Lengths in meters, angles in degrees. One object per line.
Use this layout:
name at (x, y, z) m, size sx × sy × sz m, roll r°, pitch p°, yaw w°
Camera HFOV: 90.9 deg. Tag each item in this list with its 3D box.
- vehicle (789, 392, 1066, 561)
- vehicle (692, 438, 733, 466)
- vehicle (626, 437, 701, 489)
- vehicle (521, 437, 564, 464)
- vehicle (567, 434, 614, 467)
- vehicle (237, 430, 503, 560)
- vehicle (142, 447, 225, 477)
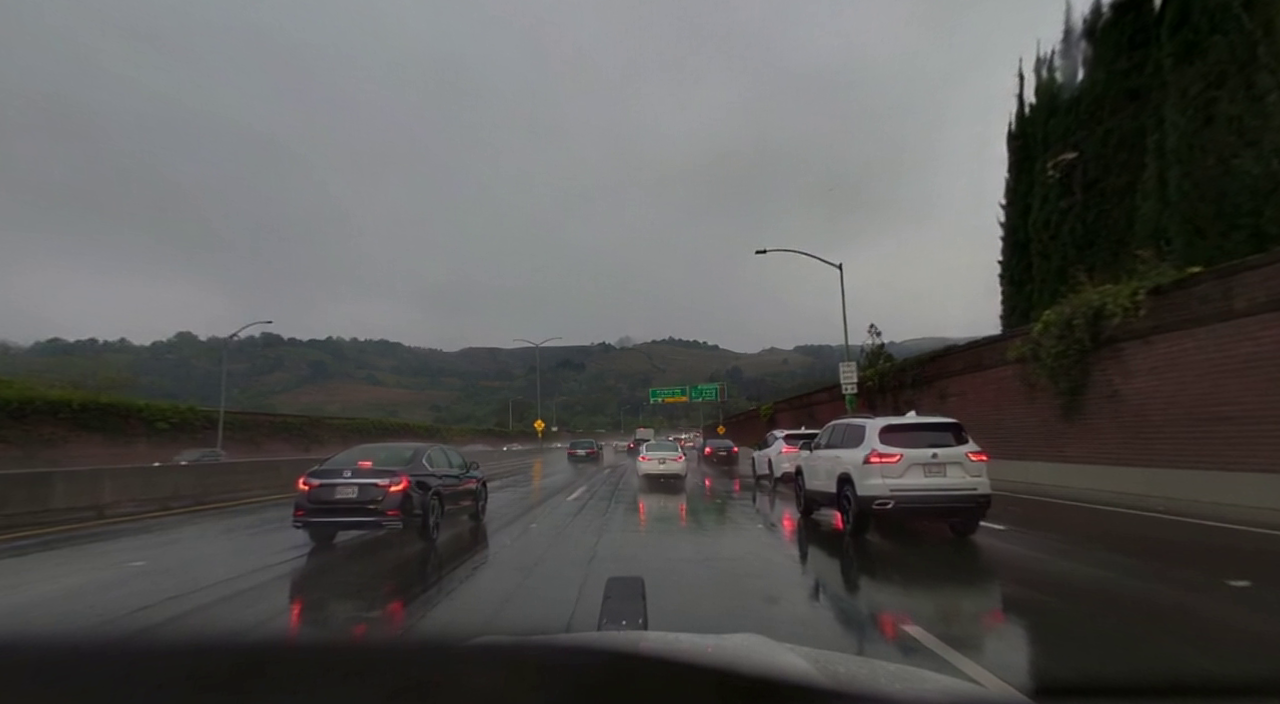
vehicle at (3.656, 1.662, 9.105) m, size 1.930 × 1.831 × 4.344 m, roll 0°, pitch -8°, yaw 0°
vehicle at (4.112, 5.715, 36.356) m, size 1.855 × 1.513 × 3.915 m, roll 0°, pitch -8°, yaw 0°
vehicle at (0.686, 3.422, 19.807) m, size 2.105 × 1.471 × 3.978 m, roll 0°, pitch -8°, yaw 0°
vehicle at (-6.738, 6.891, 44.277) m, size 2.055 × 1.751 × 4.825 m, roll 0°, pitch -8°, yaw 2°
vehicle at (-2.802, 5.787, 37.073) m, size 2.154 × 1.793 × 4.736 m, roll 0°, pitch -8°, yaw 3°
vehicle at (-3.538, 1.938, 9.369) m, size 1.961 × 1.456 × 4.362 m, roll 0°, pitch -8°, yaw 1°
vehicle at (-28.941, 6.949, 40.160) m, size 1.840 × 1.725 × 4.605 m, roll 0°, pitch -8°, yaw 0°
